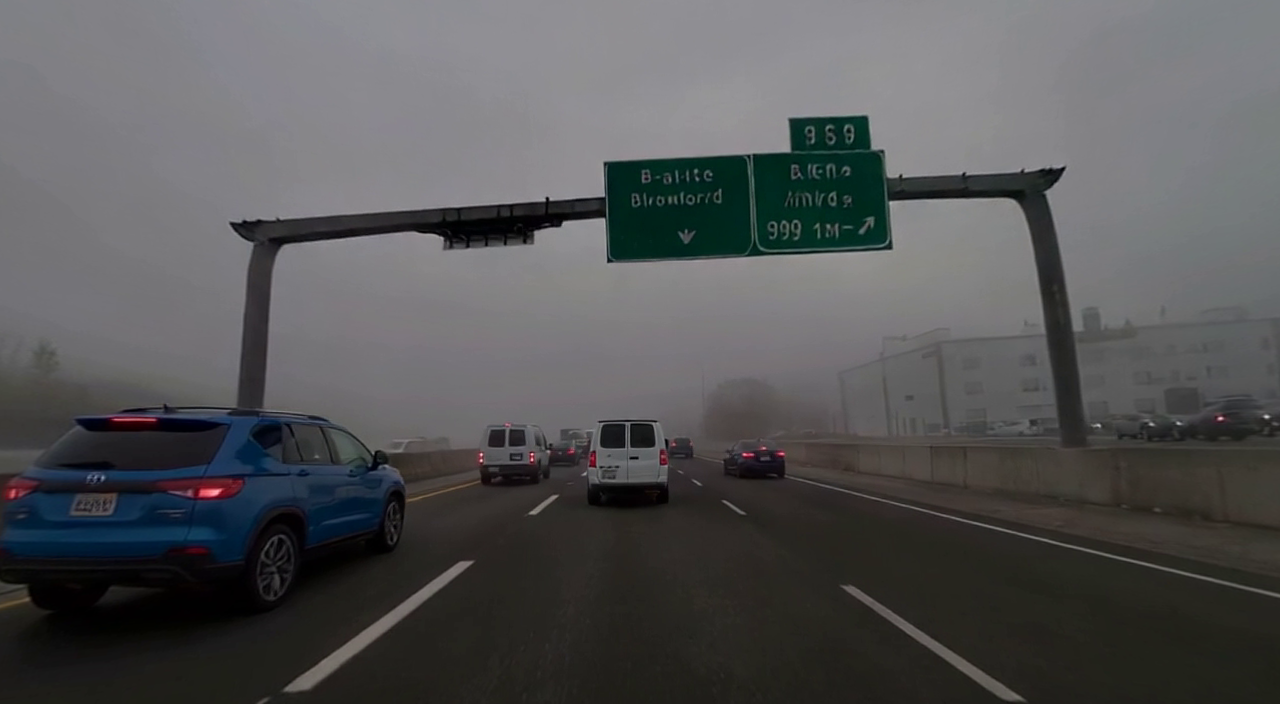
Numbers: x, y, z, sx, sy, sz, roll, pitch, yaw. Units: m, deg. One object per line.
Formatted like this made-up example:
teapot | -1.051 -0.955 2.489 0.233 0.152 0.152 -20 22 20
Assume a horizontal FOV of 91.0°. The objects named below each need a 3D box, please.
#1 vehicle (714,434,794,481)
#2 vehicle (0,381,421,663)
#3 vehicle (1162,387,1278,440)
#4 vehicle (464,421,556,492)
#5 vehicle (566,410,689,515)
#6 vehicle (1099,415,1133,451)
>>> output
vehicle | 3.967 3.724 22.521 1.999 1.494 3.833 0 -8 -2
vehicle | -3.844 1.344 6.077 1.972 1.703 4.333 0 -8 -1
vehicle | 36.267 3.959 39.623 2.528 3.094 4.804 -1 -8 1
vehicle | -3.928 3.234 19.828 2.038 1.936 4.300 0 -8 -1
vehicle | -0.300 2.361 13.960 2.304 1.925 4.282 0 -8 -2
vehicle | 30.771 5.234 40.712 1.480 2.238 1.864 -6 -10 35
